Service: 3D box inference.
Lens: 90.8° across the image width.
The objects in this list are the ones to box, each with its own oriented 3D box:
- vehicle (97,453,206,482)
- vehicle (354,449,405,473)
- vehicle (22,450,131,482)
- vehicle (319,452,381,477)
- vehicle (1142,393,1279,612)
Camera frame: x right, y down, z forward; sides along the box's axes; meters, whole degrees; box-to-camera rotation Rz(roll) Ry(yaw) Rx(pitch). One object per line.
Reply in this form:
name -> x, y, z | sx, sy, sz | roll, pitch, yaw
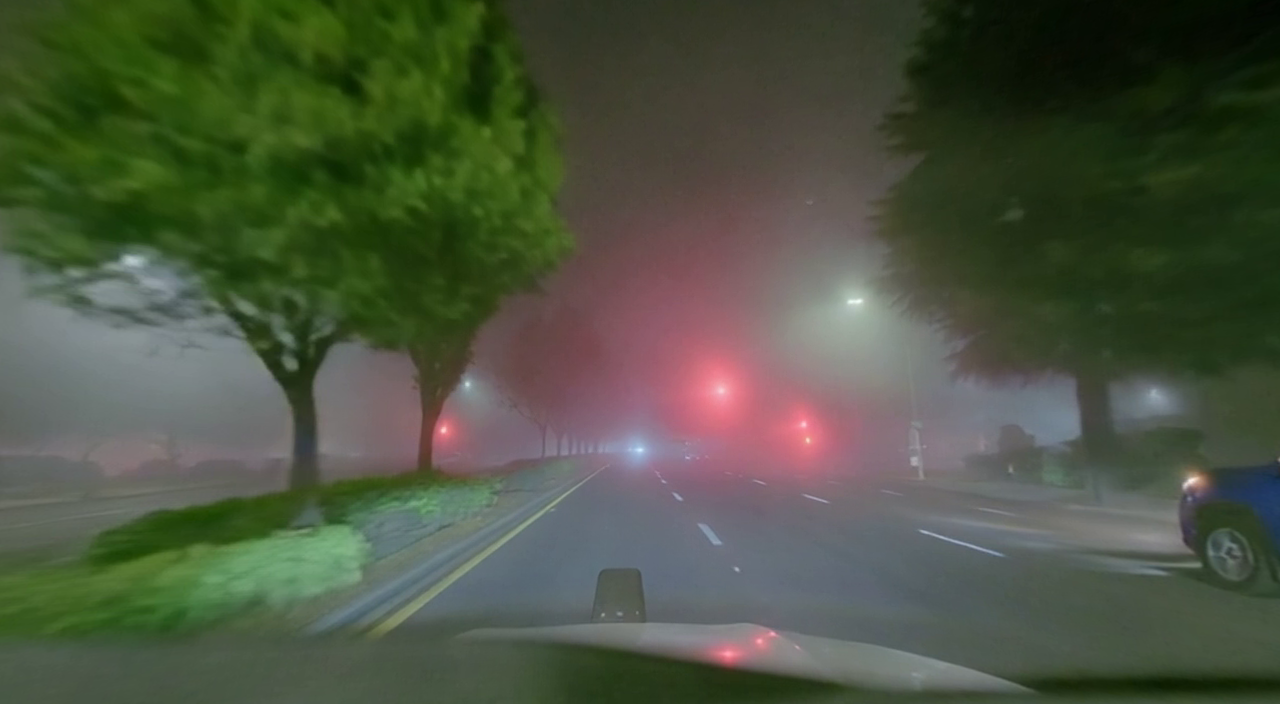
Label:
vehicle -> -28.532, 6.746, 37.010 | 4.657, 1.636, 2.059 | 0, -8, 0
vehicle -> -19.689, 8.236, 47.923 | 1.985, 1.667, 4.622 | 0, -8, -1
vehicle -> -34.454, 6.960, 38.830 | 4.594, 1.801, 2.489 | 6, -10, -35
vehicle -> -19.275, 7.494, 42.246 | 2.048, 1.493, 4.588 | 0, -8, -1
vehicle -> 6.189, 1.064, 4.086 | 2.012, 1.754, 4.635 | 0, -8, 0
